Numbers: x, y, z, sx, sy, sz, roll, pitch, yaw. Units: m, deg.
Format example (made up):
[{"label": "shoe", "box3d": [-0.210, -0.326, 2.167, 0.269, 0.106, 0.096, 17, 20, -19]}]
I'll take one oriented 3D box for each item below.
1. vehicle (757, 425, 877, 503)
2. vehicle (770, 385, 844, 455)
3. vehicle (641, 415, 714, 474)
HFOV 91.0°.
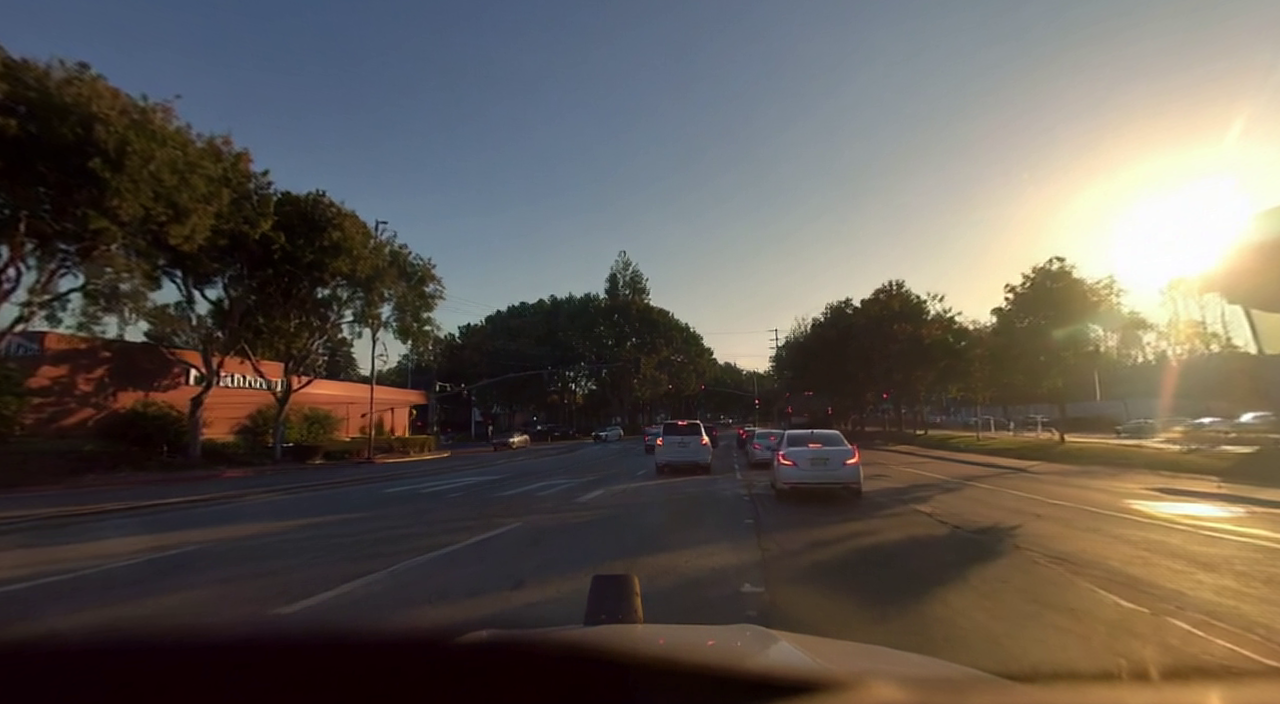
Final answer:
[{"label": "vehicle", "box3d": [3.867, 2.533, 14.599, 2.109, 1.500, 4.585, -1, -9, 9]}, {"label": "vehicle", "box3d": [10.307, 4.500, 39.864, 2.965, 3.900, 9.064, -1, -9, 5]}, {"label": "vehicle", "box3d": [1.472, 3.360, 22.745, 2.188, 1.892, 4.488, -1, -9, 9]}]
